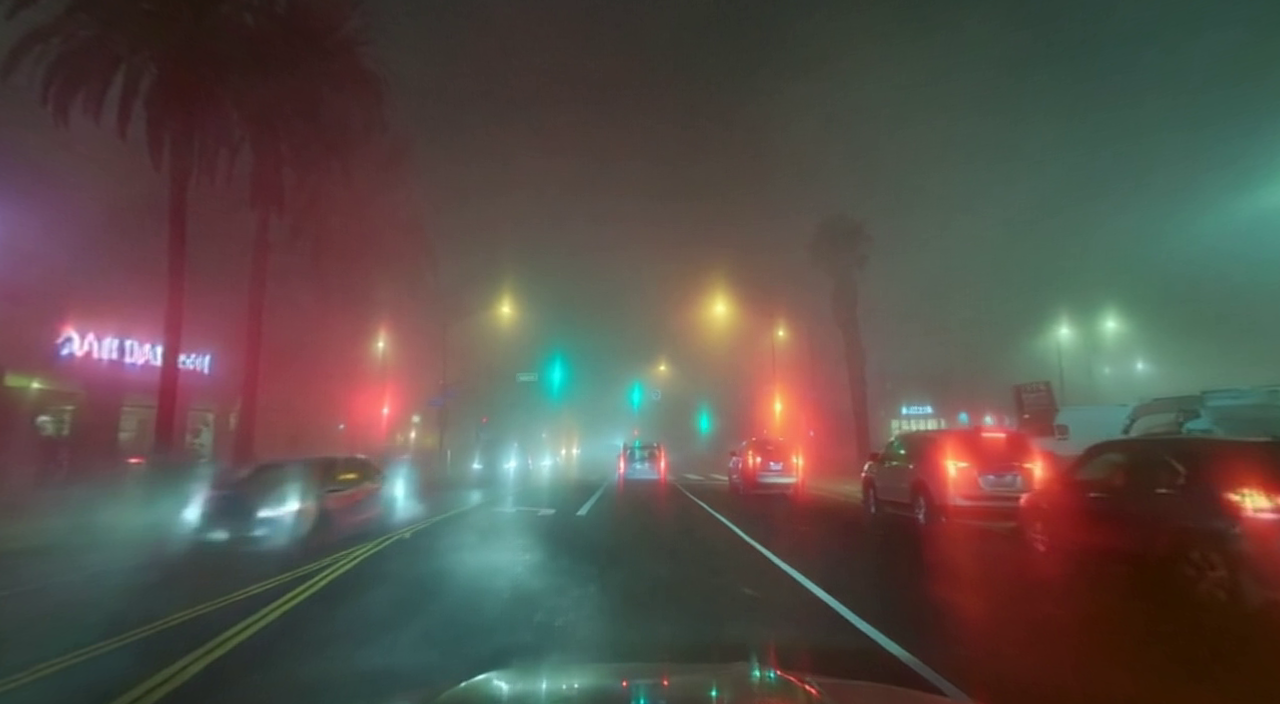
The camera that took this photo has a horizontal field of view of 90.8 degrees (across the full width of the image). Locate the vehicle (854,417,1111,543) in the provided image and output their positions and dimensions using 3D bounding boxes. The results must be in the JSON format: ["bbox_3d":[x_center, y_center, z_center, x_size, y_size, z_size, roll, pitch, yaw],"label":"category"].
[{"bbox_3d":[6.149,2.363,12.354,1.981,1.893,5.238,0,-9,-1],"label":"vehicle"}]

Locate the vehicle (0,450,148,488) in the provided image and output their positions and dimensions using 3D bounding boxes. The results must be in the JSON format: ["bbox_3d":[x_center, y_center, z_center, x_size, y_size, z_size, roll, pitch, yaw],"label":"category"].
[{"bbox_3d":[-25.687,5.239,28.709,1.873,1.507,4.809,-4,-9,23],"label":"vehicle"}]

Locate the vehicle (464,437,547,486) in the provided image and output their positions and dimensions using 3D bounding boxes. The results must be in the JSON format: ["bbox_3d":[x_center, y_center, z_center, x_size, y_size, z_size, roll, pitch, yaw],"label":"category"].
[{"bbox_3d":[-5.332,4.413,25.757,2.341,1.762,4.865,0,-9,-1],"label":"vehicle"}]

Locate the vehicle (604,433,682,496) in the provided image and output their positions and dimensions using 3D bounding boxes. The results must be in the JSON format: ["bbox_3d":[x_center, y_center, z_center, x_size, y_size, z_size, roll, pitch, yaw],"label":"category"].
[{"bbox_3d":[0.034,3.612,20.667,2.264,1.798,4.531,0,-9,-1],"label":"vehicle"}]

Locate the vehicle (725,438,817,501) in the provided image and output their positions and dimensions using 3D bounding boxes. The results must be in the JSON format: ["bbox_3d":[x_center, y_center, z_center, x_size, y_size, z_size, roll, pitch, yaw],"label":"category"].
[{"bbox_3d":[3.937,3.614,19.787,2.070,1.711,4.480,-1,-9,3],"label":"vehicle"}]

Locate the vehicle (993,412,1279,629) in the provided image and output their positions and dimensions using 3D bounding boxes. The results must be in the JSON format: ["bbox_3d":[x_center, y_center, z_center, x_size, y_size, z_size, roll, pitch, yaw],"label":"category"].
[{"bbox_3d":[6.147,1.613,6.755,2.008,1.729,4.647,0,-9,0],"label":"vehicle"}]

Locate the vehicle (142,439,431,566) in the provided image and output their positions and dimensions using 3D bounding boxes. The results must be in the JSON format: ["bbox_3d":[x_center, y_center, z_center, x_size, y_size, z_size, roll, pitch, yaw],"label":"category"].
[{"bbox_3d":[-5.020,2.175,9.916,2.092,1.504,4.374,0,-9,-2],"label":"vehicle"}]
